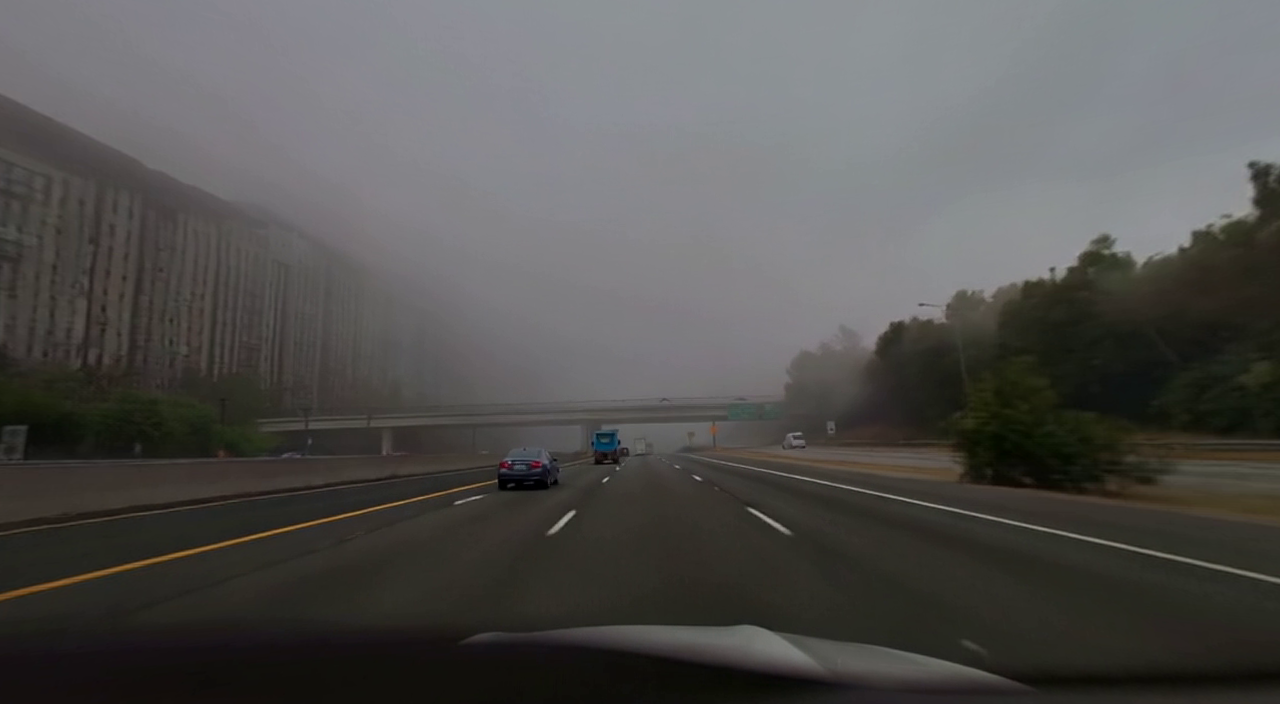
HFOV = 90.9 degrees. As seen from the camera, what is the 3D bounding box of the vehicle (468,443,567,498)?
[{"bbox_3d":[-3.586,3.579,19.364,2.039,1.478,4.483,0,-9,1],"label":"vehicle"}]
